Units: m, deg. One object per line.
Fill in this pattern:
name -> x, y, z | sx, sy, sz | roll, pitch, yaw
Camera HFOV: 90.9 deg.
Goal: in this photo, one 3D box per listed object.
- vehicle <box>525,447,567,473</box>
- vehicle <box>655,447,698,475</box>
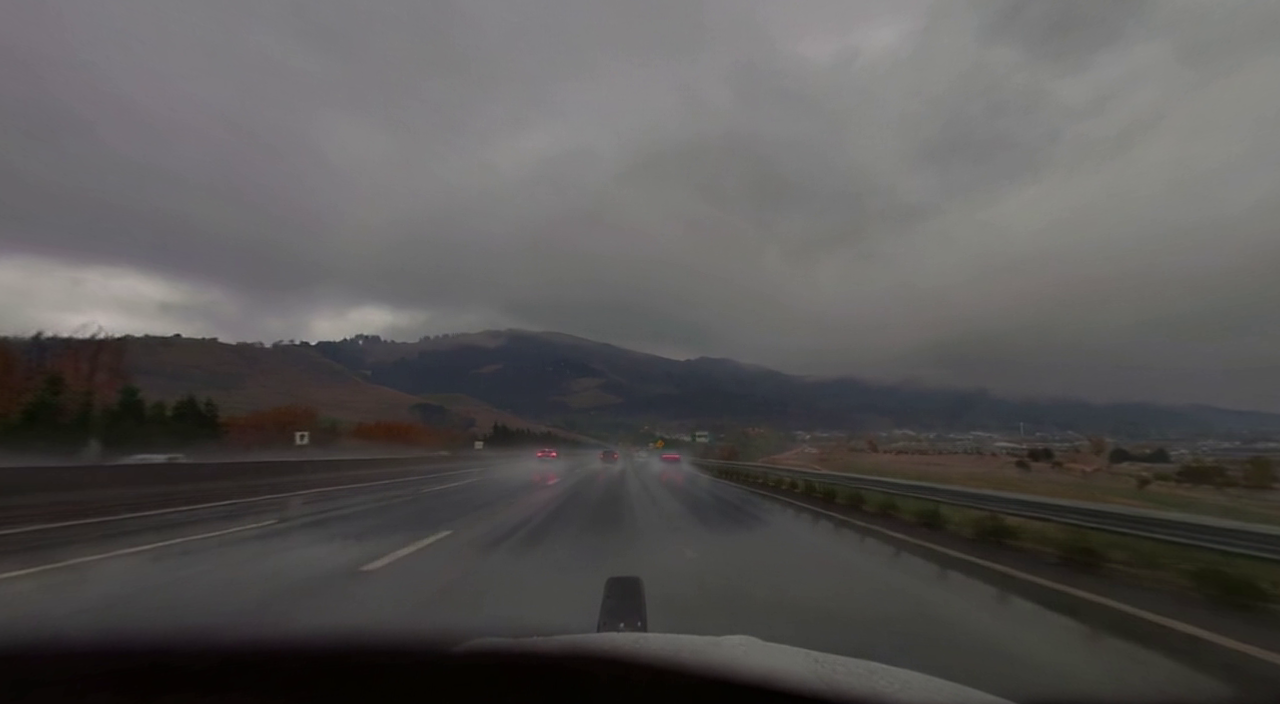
vehicle -> -5.560, 6.460, 37.745 | 1.955, 1.468, 3.637 | 0, -9, -1
vehicle -> 2.013, 6.203, 35.997 | 2.019, 1.475, 4.301 | 0, -9, -2
